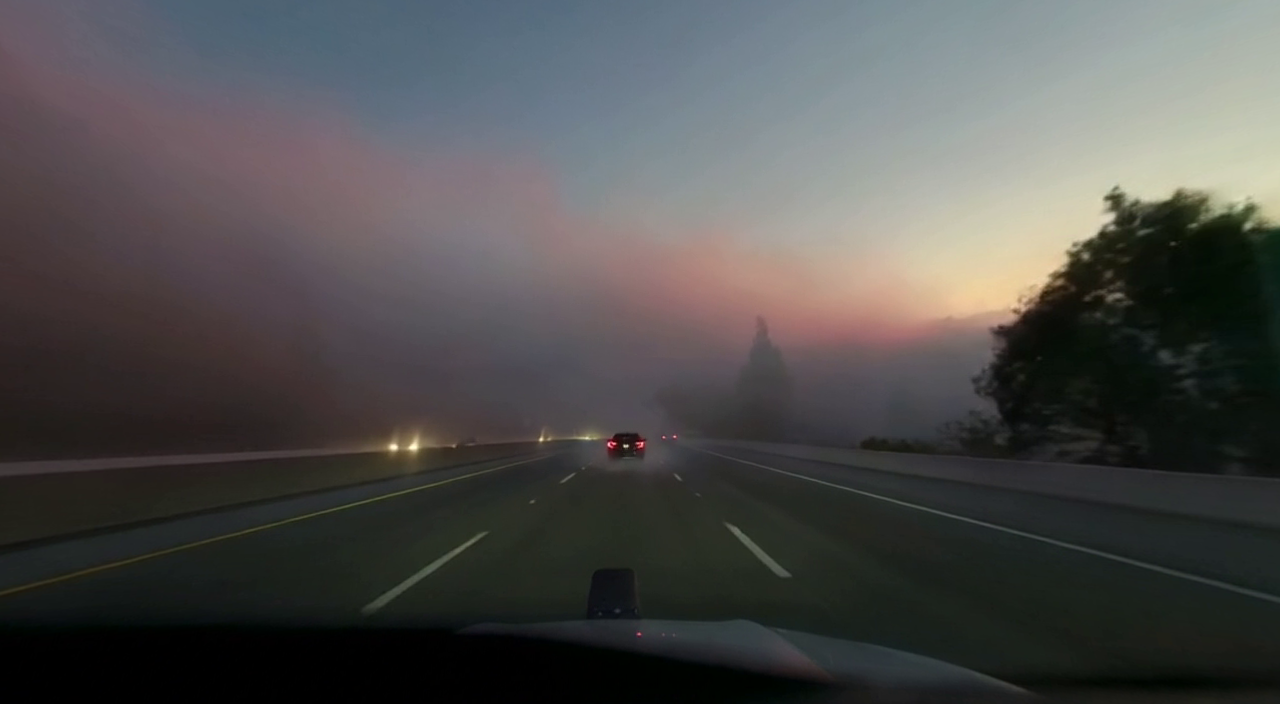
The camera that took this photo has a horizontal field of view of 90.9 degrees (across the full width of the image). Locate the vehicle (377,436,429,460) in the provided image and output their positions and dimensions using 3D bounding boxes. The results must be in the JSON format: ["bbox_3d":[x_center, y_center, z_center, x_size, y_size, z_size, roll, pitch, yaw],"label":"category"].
[{"bbox_3d":[-16.468,6.695,43.971,2.034,1.584,4.118,0,-8,0],"label":"vehicle"}]

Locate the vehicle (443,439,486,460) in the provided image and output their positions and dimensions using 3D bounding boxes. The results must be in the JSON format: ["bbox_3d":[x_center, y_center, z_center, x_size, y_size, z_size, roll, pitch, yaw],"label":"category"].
[{"bbox_3d":[-12.767,7.071,46.074,1.907,1.444,4.397,0,-8,0],"label":"vehicle"}]

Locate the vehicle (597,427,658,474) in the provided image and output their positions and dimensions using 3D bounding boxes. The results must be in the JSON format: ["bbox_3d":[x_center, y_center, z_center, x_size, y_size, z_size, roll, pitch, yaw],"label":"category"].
[{"bbox_3d":[-0.451,3.671,23.755,2.094,1.600,3.666,0,-8,-1],"label":"vehicle"}]
